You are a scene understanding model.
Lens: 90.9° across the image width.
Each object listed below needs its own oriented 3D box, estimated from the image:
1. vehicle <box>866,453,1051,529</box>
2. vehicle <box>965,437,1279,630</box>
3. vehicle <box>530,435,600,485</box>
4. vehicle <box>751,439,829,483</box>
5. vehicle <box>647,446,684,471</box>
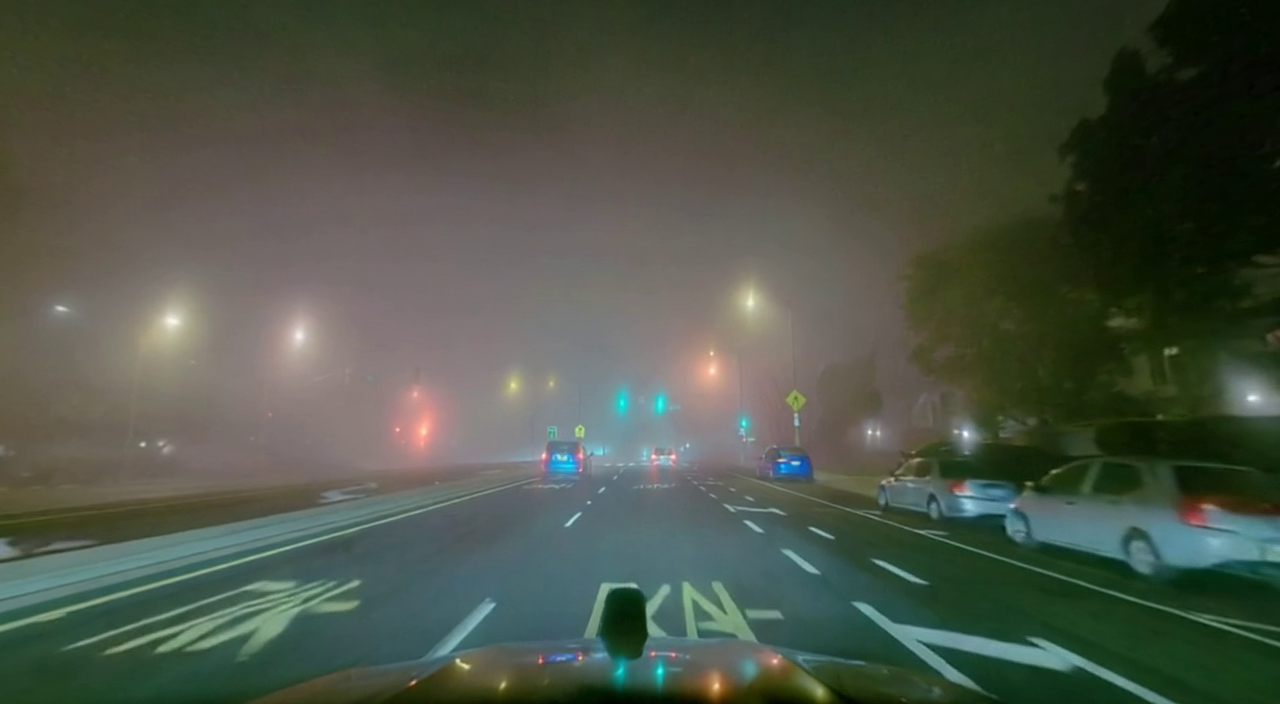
[{"bbox_3d":[6.209,2.728,12.874,1.784,1.253,3.905,0,-9,1],"label":"vehicle"},{"bbox_3d":[5.983,1.769,7.270,1.871,1.485,5.074,0,-9,1],"label":"vehicle"},{"bbox_3d":[-2.853,4.272,25.183,2.150,1.812,4.423,0,-9,1],"label":"vehicle"},{"bbox_3d":[6.379,4.695,27.438,2.038,1.687,4.985,0,-9,-2],"label":"vehicle"},{"bbox_3d":[1.512,6.524,38.800,2.075,1.480,3.920,0,-9,0],"label":"vehicle"}]
